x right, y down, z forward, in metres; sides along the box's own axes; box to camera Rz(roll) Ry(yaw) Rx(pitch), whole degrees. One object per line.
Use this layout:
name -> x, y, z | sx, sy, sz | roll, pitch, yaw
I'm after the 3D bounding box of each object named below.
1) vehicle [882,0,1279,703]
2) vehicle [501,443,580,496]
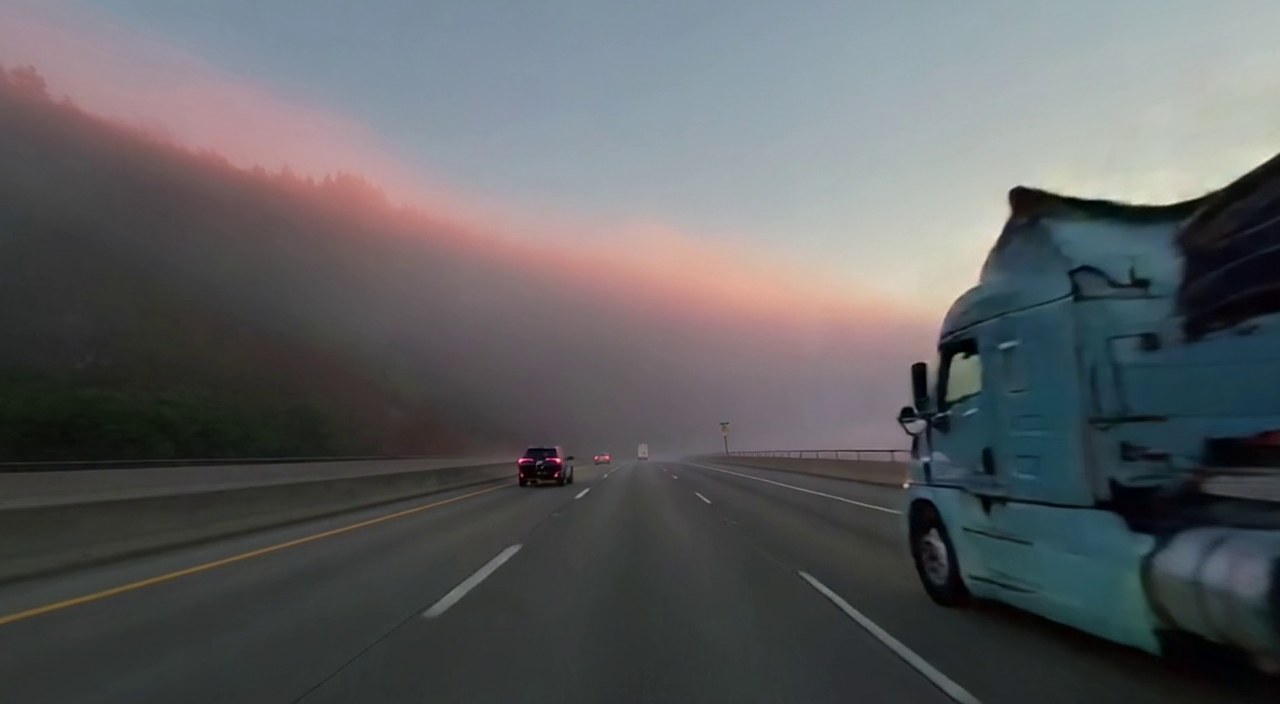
vehicle -> 3.986, -0.134, 3.299 | 3.016, 3.891, 5.767 | 0, -9, 0
vehicle -> -3.153, 3.821, 20.909 | 1.944, 1.548, 4.051 | 0, -9, 0
